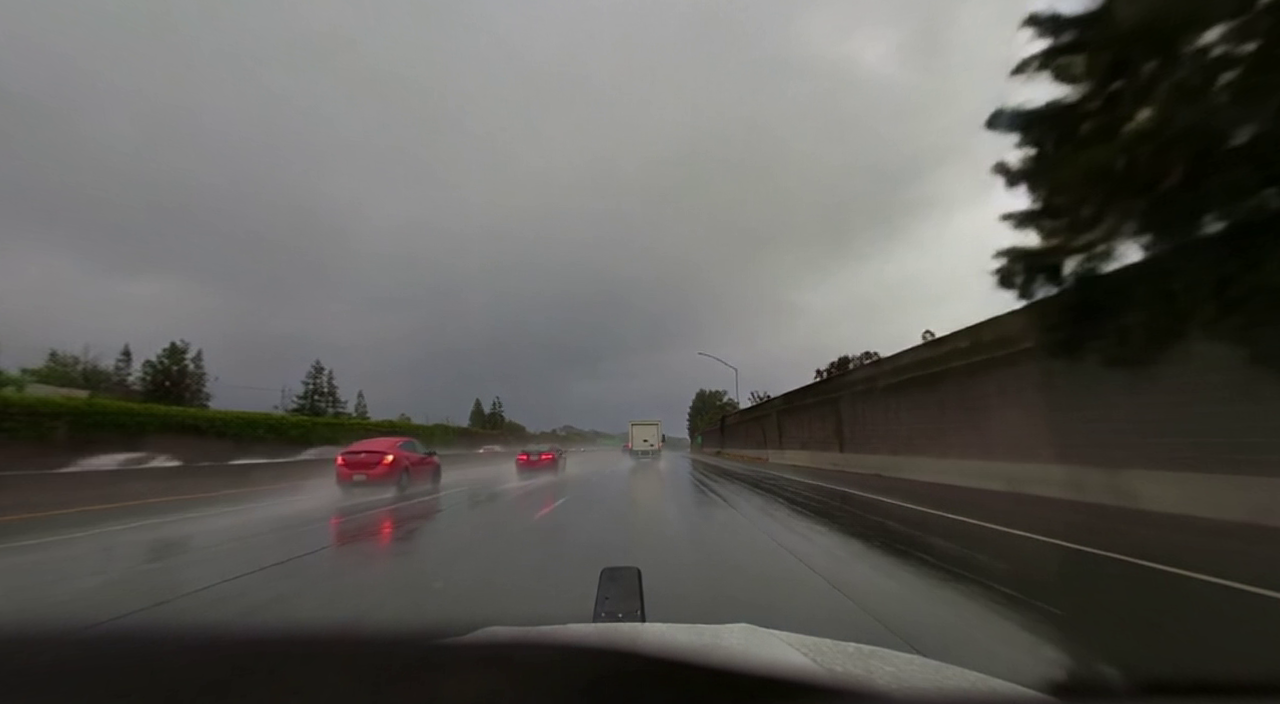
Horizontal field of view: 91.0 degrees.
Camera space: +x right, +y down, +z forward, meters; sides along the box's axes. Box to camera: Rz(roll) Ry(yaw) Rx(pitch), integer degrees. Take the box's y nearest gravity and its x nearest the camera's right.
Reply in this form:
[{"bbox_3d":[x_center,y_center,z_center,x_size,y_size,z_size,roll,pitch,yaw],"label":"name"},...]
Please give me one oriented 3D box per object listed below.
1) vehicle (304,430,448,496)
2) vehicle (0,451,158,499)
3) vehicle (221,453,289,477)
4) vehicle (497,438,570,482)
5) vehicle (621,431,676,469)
[{"bbox_3d":[-7.538,3.218,18.622,2.189,1.673,4.699,0,-8,0],"label":"vehicle"},{"bbox_3d":[-20.893,4.529,23.597,1.886,1.543,4.774,0,-8,0],"label":"vehicle"},{"bbox_3d":[-27.881,8.188,45.781,1.864,1.548,4.753,0,-8,0],"label":"vehicle"},{"bbox_3d":[-3.961,4.089,24.164,2.000,1.512,4.371,0,-8,0],"label":"vehicle"},{"bbox_3d":[0.422,5.528,35.572,2.856,1.994,4.931,0,-8,-1],"label":"vehicle"}]
